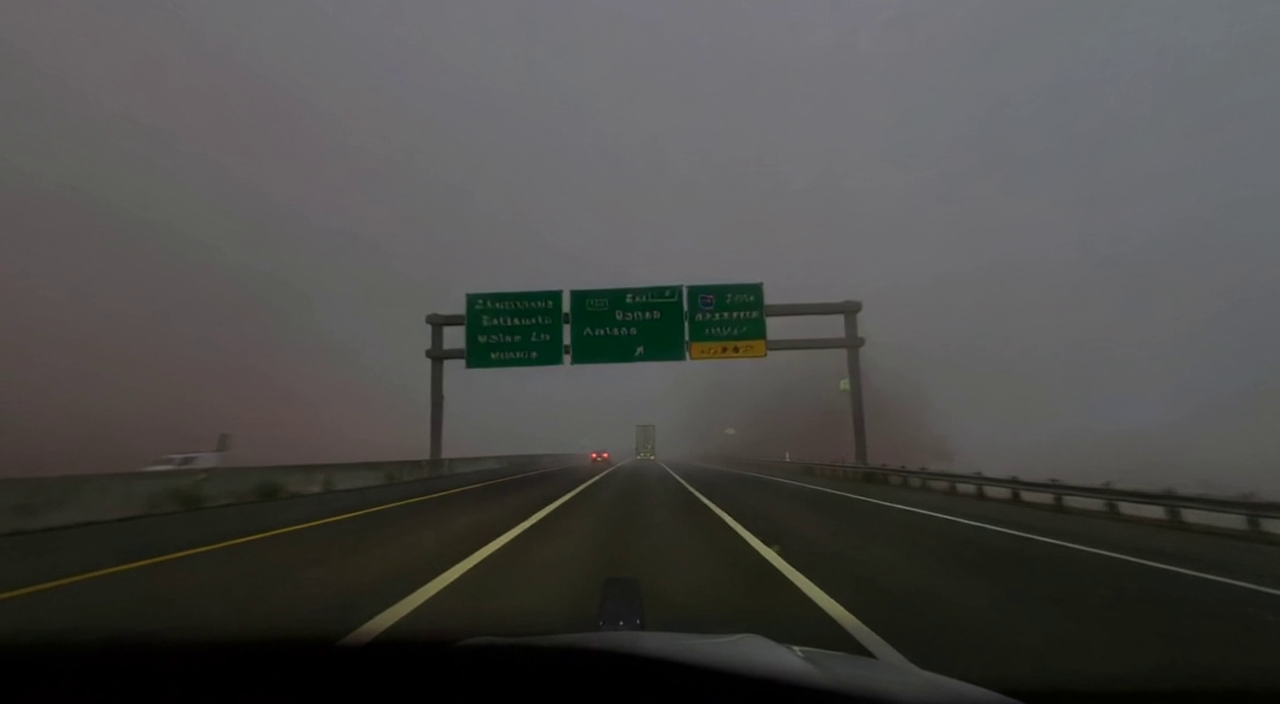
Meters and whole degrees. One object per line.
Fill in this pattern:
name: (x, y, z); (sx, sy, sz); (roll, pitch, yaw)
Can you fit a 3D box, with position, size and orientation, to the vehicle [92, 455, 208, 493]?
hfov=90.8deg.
vehicle: (-27.000, 6.710, 35.024); (2.092, 1.902, 4.764); (-2, -9, 11)
